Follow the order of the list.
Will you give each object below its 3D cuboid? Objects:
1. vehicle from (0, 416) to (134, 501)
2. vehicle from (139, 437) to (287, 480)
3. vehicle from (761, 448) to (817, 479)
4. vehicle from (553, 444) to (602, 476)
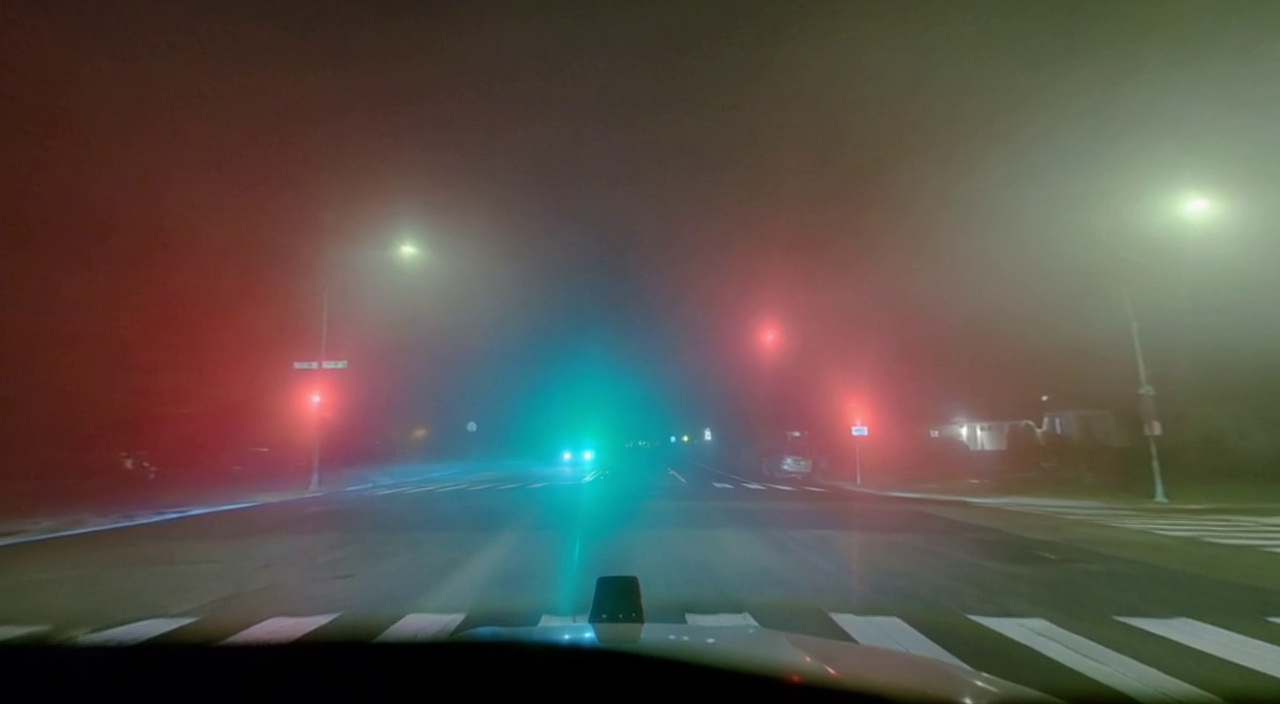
[{"bbox_3d":[-17.917,3.017,18.070,4.800,2.259,2.303,0,-9,0],"label":"vehicle"},{"bbox_3d":[-17.919,4.492,26.715,4.743,1.734,1.994,0,-9,-1],"label":"vehicle"},{"bbox_3d":[8.020,6.001,34.432,2.029,1.554,4.705,0,-9,1],"label":"vehicle"},{"bbox_3d":[-3.028,5.338,31.432,2.014,1.499,3.999,0,-9,0],"label":"vehicle"}]
